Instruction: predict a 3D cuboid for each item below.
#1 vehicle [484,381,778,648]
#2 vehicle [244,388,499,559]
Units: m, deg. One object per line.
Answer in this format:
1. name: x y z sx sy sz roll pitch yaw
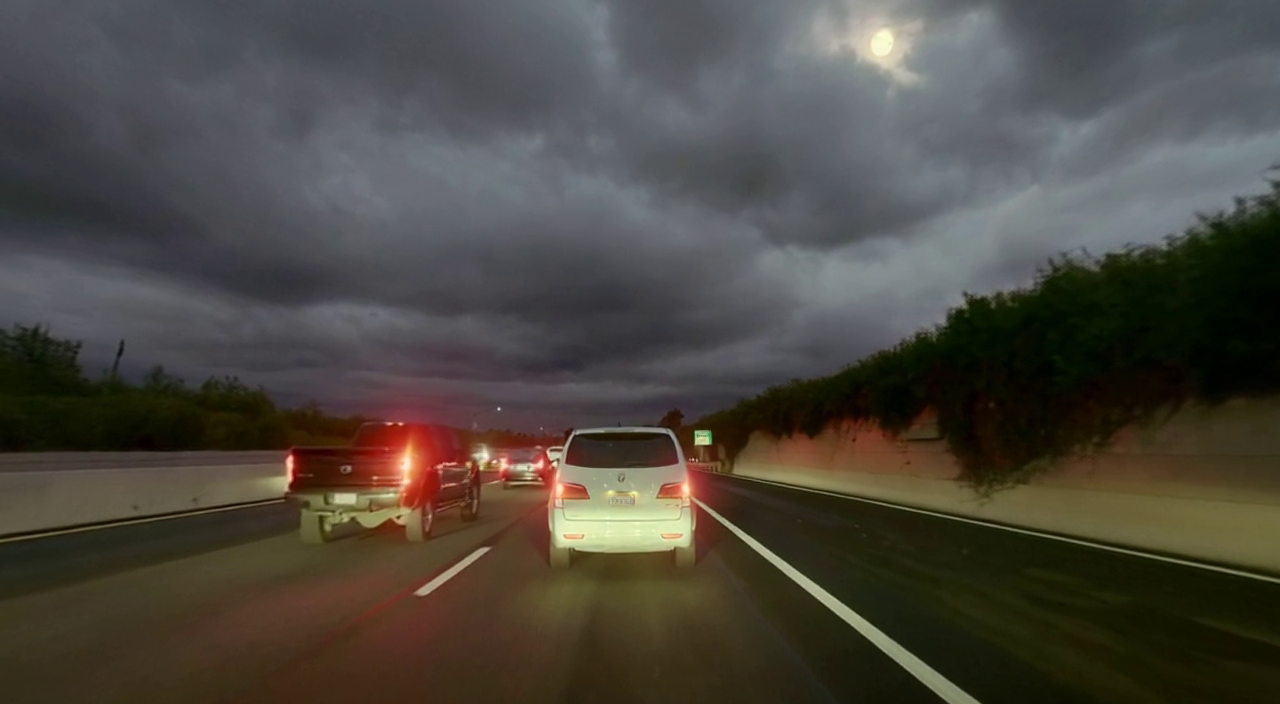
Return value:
1. vehicle: -0.090 1.362 6.080 1.995 1.798 3.380 0 -9 -1
2. vehicle: -3.947 1.903 10.468 2.055 2.144 4.782 -1 -9 0
